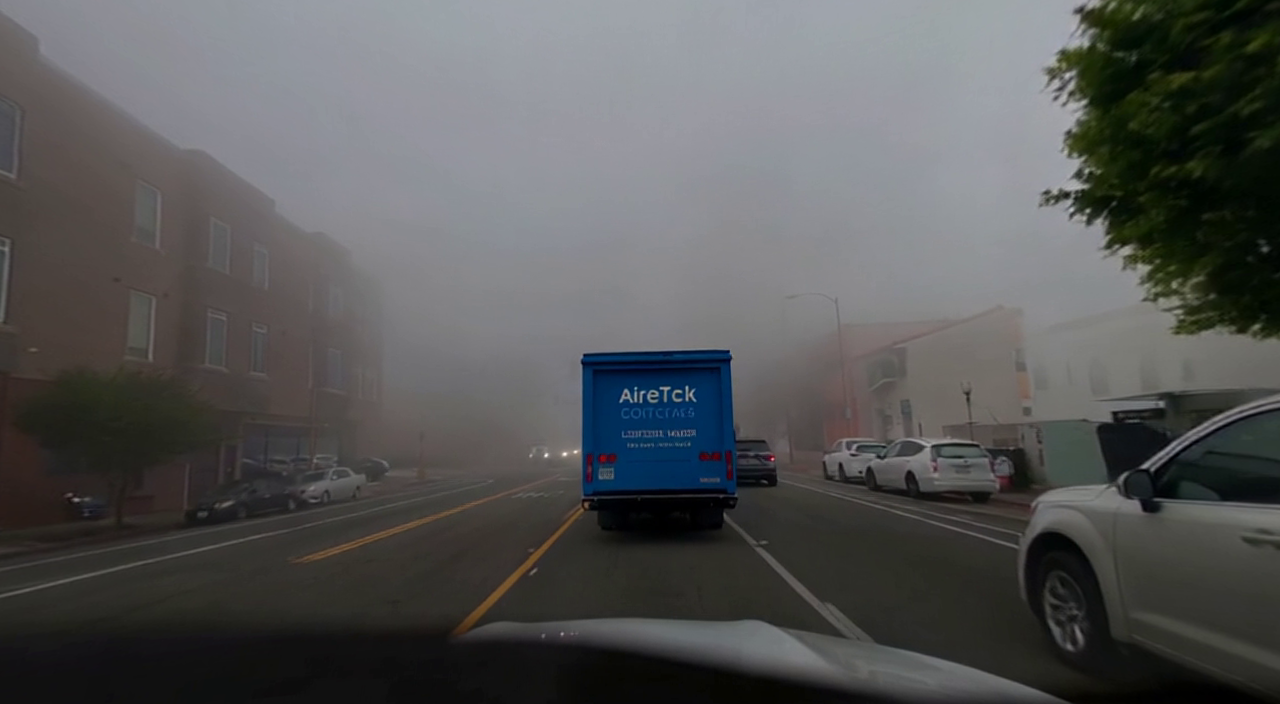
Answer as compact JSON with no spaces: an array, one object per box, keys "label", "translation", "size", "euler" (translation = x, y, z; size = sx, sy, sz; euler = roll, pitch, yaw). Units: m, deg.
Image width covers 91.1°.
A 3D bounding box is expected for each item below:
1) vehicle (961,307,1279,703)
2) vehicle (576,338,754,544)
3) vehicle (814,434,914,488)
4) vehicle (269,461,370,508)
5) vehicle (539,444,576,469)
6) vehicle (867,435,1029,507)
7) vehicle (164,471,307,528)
[{"label":"vehicle","translation":[3.421,0.739,2.355],"size":[2.104,1.786,4.498],"euler":[0,-9,1]},{"label":"vehicle","translation":[0.237,1.706,12.112],"size":[2.517,2.926,6.177],"euler":[0,-9,-2]},{"label":"vehicle","translation":[7.610,3.731,21.811],"size":[1.946,1.680,4.270],"euler":[0,-9,1]},{"label":"vehicle","translation":[-13.362,5.523,26.491],"size":[1.943,1.682,4.365],"euler":[0,-9,0]},{"label":"vehicle","translation":[-5.978,7.625,45.883],"size":[2.046,1.711,4.320],"euler":[0,-8,1]},{"label":"vehicle","translation":[7.551,2.936,15.968],"size":[1.951,1.548,4.290],"euler":[0,-9,1]},{"label":"vehicle","translation":[-13.464,4.898,21.286],"size":[1.901,1.508,4.405],"euler":[0,-8,0]}]
